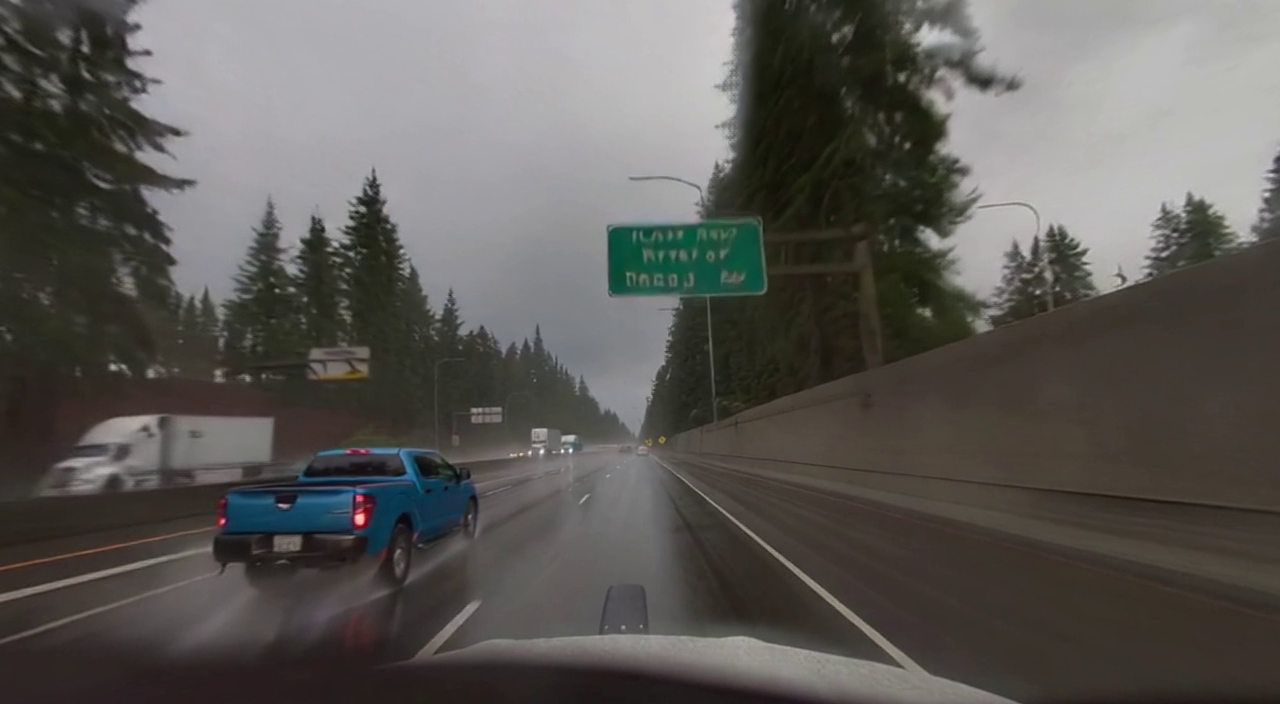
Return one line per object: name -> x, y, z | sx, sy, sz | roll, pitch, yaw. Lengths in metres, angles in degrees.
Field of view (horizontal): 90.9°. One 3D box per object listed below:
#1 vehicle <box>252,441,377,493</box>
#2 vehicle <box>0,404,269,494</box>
vehicle -> -11.819, 4.192, 23.390 | 2.059, 1.620, 4.823 | -2, -9, 0
vehicle -> -21.759, 4.336, 28.541 | 3.101, 3.238, 10.911 | -1, -8, 1
